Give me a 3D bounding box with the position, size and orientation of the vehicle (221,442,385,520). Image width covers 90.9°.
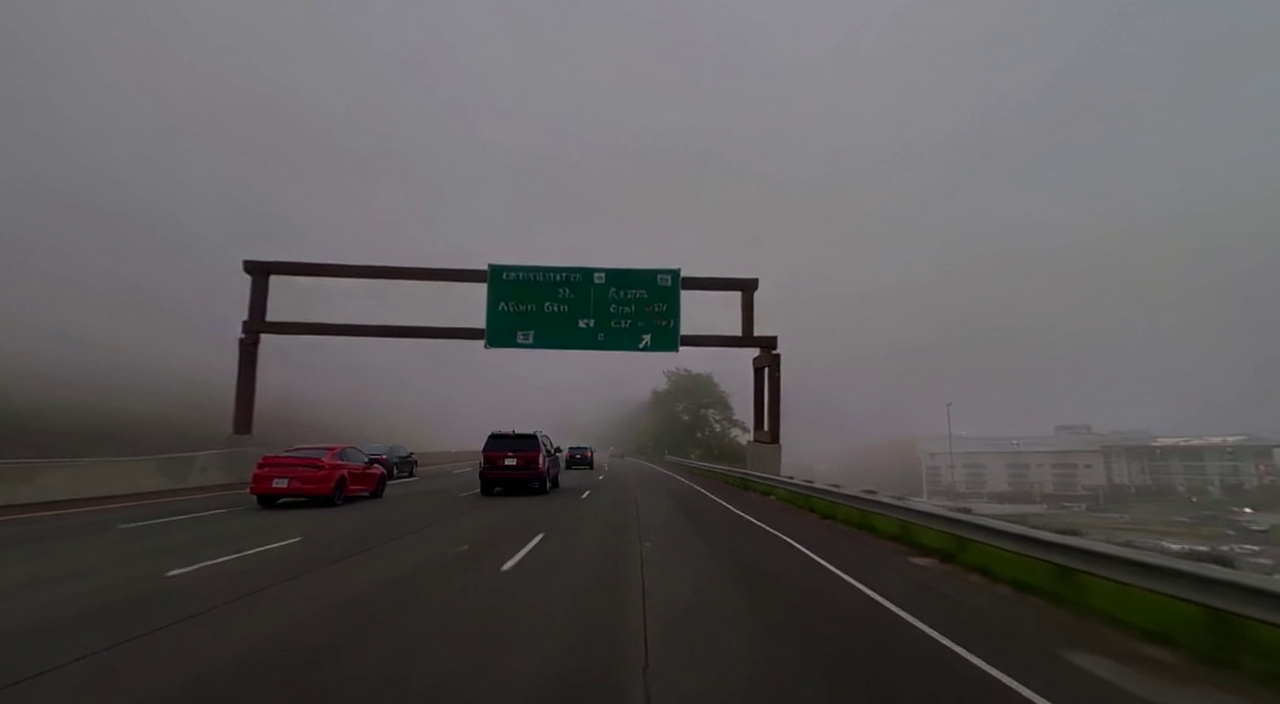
[{"bbox_3d":[-7.391,2.816,14.254,1.796,1.509,3.393,0,-8,0],"label":"vehicle"}]

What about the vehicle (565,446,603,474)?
[{"bbox_3d":[-3.341,6.482,38.063,1.955,1.614,3.817,0,-8,0],"label":"vehicle"}]

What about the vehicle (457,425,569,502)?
[{"bbox_3d":[-3.635,3.313,19.243,2.301,1.985,5.247,0,-8,1],"label":"vehicle"}]
